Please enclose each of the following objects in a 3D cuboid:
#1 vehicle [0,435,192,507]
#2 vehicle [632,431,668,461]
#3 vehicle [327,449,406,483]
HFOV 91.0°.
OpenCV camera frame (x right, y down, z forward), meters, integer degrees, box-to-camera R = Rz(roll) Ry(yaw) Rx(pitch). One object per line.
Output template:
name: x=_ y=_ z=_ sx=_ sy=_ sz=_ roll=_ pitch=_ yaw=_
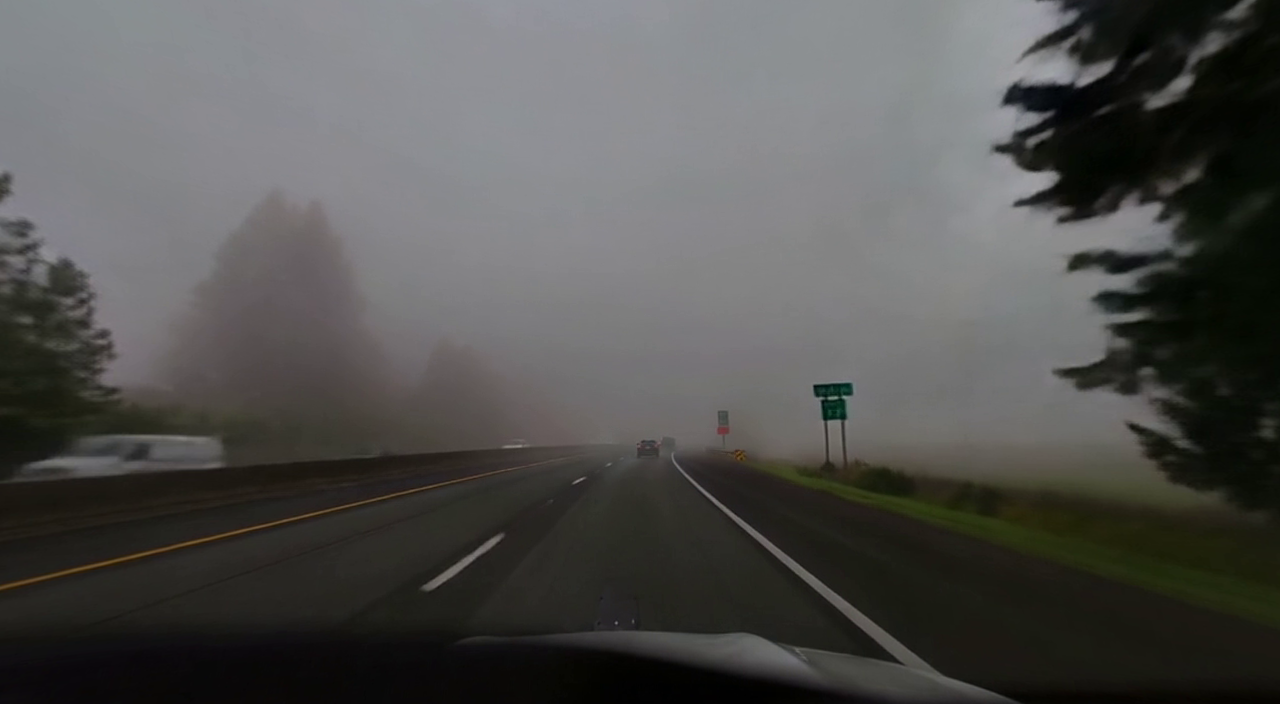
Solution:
vehicle: x=-17.243 y=3.700 z=20.200 sx=2.073 sy=2.006 sz=4.772 roll=-1 pitch=-8 yaw=1
vehicle: x=0.677 y=6.134 z=41.325 sx=2.188 sy=1.825 sz=4.282 roll=-1 pitch=-8 yaw=1
vehicle: x=-13.017 y=5.419 z=30.236 sx=1.865 sy=1.444 sz=4.278 roll=0 pitch=-8 yaw=0
